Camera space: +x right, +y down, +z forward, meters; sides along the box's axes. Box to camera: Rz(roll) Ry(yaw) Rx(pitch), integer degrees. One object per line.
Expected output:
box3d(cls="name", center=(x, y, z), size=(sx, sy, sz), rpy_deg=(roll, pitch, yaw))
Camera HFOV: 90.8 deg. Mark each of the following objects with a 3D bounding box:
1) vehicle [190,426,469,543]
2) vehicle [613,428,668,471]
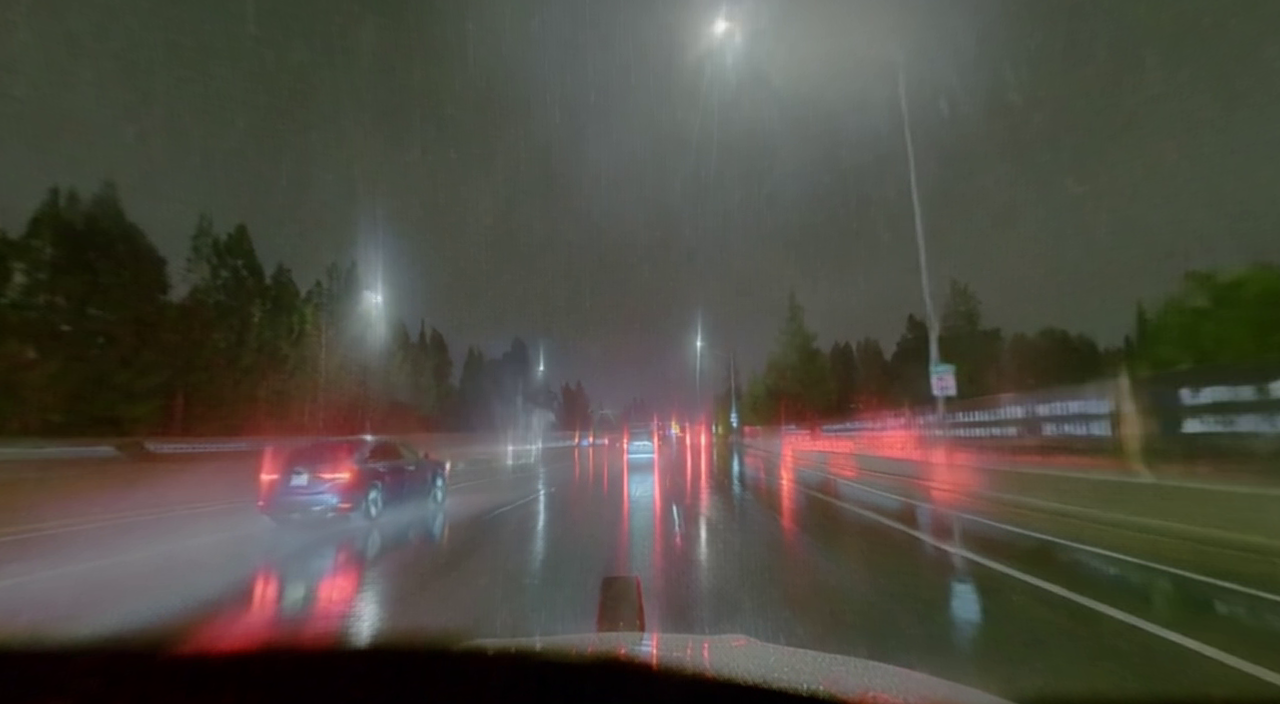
box3d(cls="vehicle", center=(-4.613, 2.037, 10.470), size=(1.981, 1.460, 4.792), rpy_deg=(-1, -8, 3))
box3d(cls="vehicle", center=(0.115, 4.147, 27.065), size=(2.082, 1.638, 4.644), rpy_deg=(-1, -8, 3))
